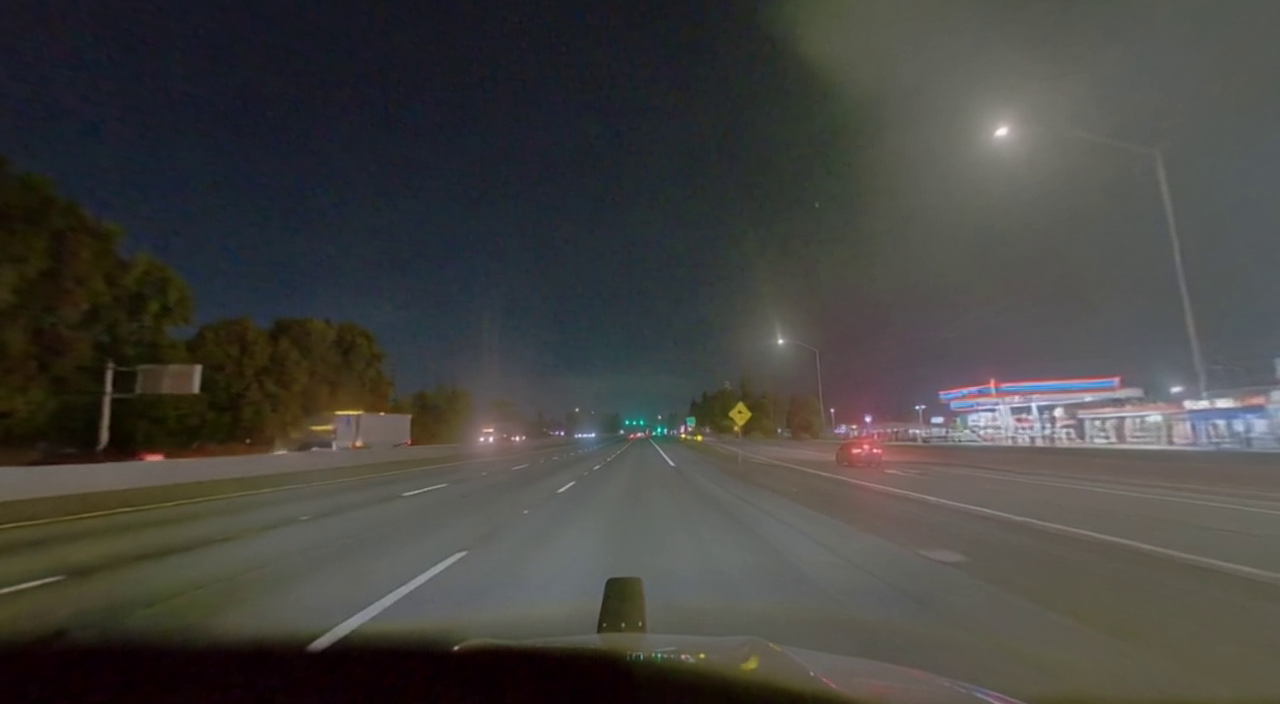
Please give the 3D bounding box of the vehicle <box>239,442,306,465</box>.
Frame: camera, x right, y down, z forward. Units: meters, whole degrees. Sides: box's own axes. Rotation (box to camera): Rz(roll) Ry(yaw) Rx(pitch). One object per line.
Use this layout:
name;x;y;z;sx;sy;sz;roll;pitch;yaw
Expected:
vehicle;-24.099;6.660;41.599;1.772;1.439;4.479;0;-8;-1

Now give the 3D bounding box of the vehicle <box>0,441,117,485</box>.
vehicle;-20.292;3.734;21.531;1.779;1.338;3.587;0;-8;0
